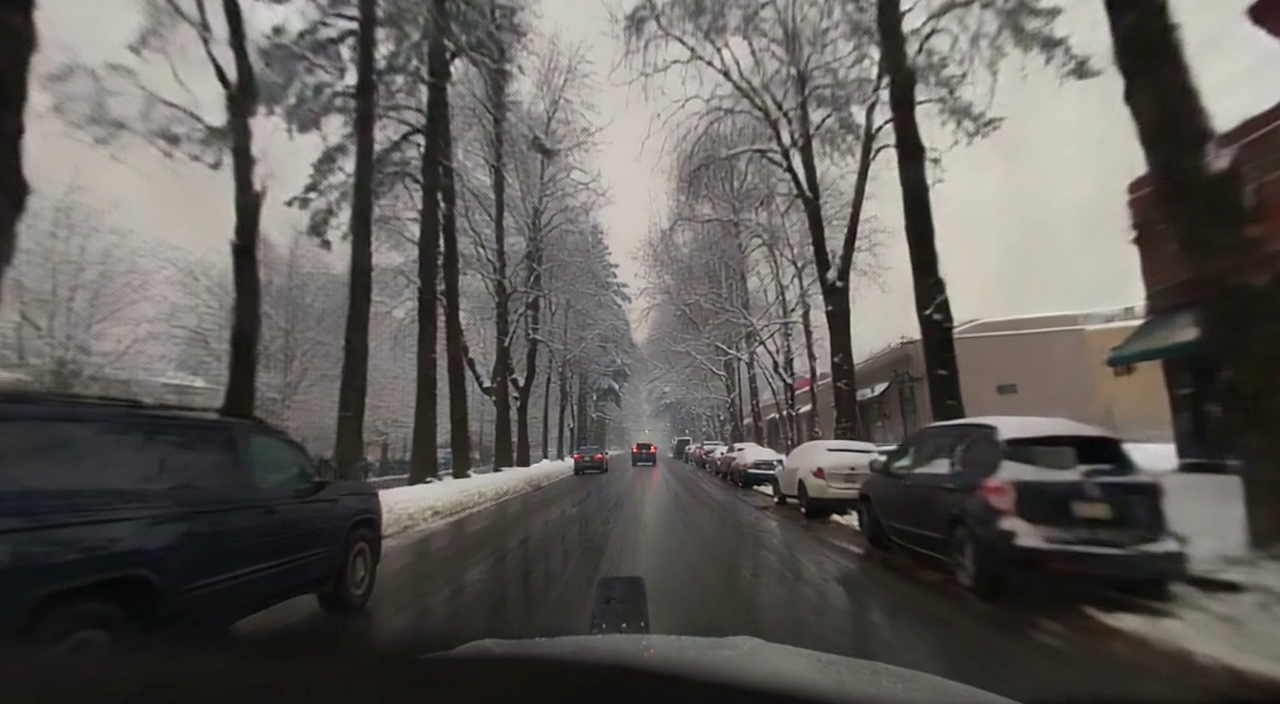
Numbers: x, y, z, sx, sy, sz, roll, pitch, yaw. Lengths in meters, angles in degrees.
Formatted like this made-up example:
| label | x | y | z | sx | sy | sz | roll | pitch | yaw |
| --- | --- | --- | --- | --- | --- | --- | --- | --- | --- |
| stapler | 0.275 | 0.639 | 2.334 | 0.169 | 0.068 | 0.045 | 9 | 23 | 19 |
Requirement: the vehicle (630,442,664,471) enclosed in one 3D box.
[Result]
| label | x | y | z | sx | sy | sz | roll | pitch | yaw |
| --- | --- | --- | --- | --- | --- | --- | --- | --- | --- |
| vehicle | 0.451 | 6.800 | 41.137 | 2.075 | 1.770 | 4.018 | 0 | -9 | 0 |

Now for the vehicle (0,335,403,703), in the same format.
| label | x | y | z | sx | sy | sz | roll | pitch | yaw |
| --- | --- | --- | --- | --- | --- | --- | --- | --- | --- |
| vehicle | -3.294 | 0.970 | 3.276 | 2.186 | 1.708 | 4.746 | 0 | -9 | 1 |

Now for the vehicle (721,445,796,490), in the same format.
| label | x | y | z | sx | sy | sz | roll | pitch | yaw |
| --- | --- | --- | --- | --- | --- | --- | --- | --- | --- |
| vehicle | 4.336 | 4.290 | 23.752 | 1.887 | 1.517 | 4.257 | 0 | -9 | -1 |

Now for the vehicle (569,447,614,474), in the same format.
| label | x | y | z | sx | sy | sz | roll | pitch | yaw |
| --- | --- | --- | --- | --- | --- | --- | --- | --- | --- |
| vehicle | -2.762 | 6.337 | 37.067 | 2.151 | 1.484 | 4.468 | 0 | -9 | 1 |

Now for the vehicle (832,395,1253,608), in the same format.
| label | x | y | z | sx | sy | sz | roll | pitch | yaw |
| --- | --- | --- | --- | --- | --- | --- | --- | --- | --- |
| vehicle | 4.207 | 1.654 | 7.921 | 2.068 | 1.809 | 4.889 | 0 | -9 | 1 |
